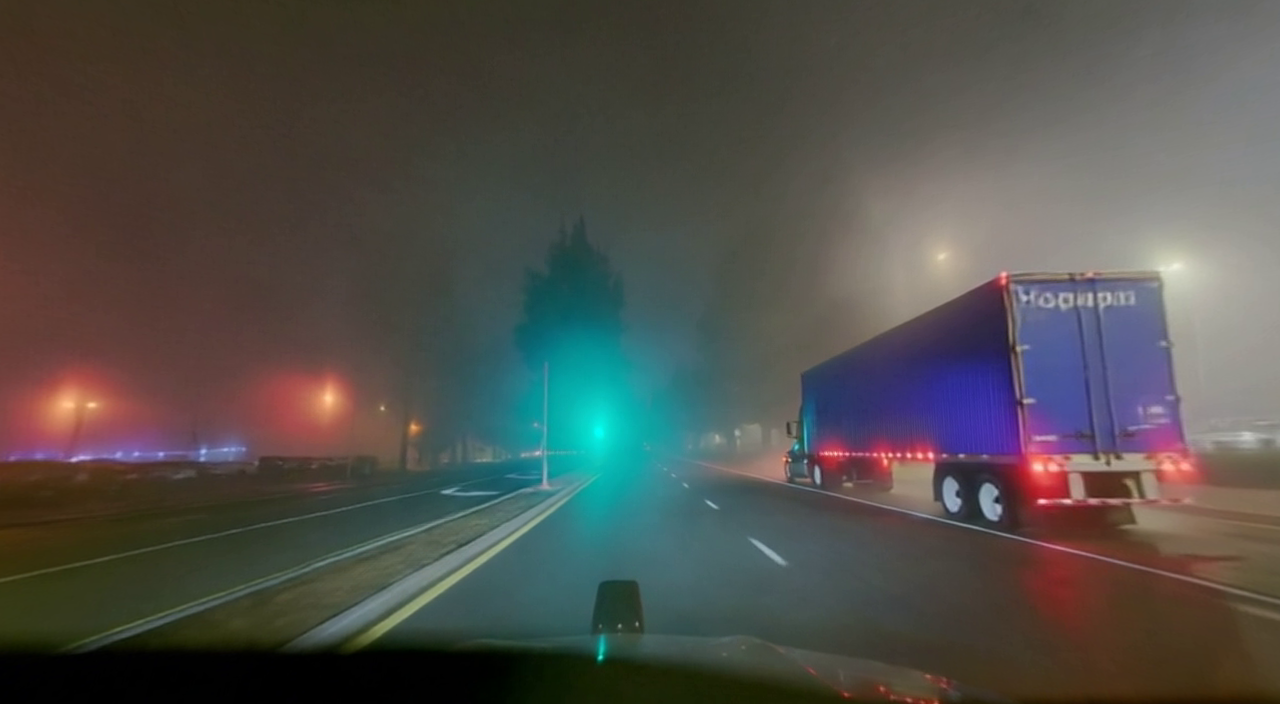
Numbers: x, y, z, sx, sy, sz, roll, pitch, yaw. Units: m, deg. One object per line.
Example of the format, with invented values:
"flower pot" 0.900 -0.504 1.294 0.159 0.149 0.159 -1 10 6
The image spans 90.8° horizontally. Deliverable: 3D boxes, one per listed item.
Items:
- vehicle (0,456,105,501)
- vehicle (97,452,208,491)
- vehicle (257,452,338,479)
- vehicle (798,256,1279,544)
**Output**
"vehicle" -27.970 5.743 29.077 2.037 1.764 5.556 0 -9 -4
"vehicle" -26.112 6.434 34.164 2.090 1.772 5.499 -3 -10 -5
"vehicle" -25.446 8.404 47.038 4.900 1.808 2.103 7 -11 -39
"vehicle" 6.659 1.415 14.049 3.120 3.794 11.510 0 -9 -1
